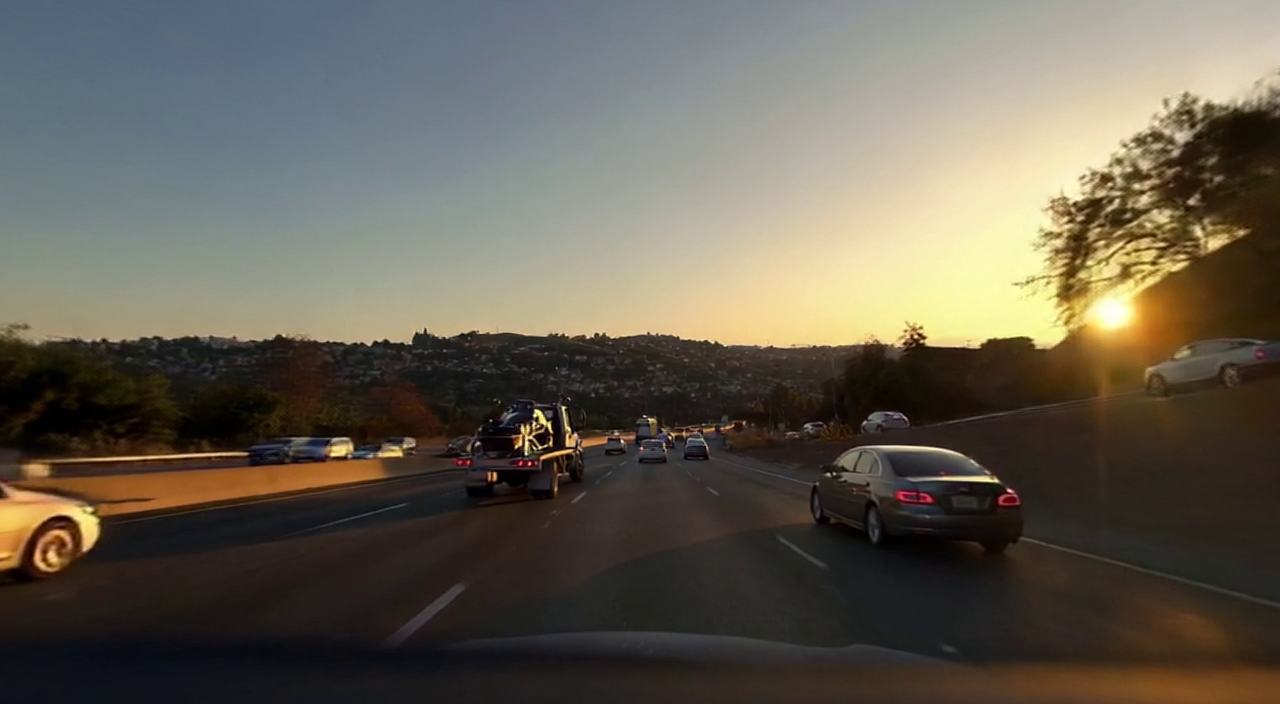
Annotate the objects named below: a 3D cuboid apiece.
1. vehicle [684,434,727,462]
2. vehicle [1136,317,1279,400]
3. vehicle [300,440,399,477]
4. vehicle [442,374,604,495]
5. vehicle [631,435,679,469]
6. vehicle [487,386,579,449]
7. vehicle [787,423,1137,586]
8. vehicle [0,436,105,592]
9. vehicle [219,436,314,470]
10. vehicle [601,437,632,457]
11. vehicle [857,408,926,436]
[{"bbox_3d":[3.968,5.943,39.117,2.075,1.614,4.682,0,-8,-1],"label":"vehicle"},{"bbox_3d":[15.565,0.254,16.157,1.979,1.616,4.268,1,-8,-5],"label":"vehicle"},{"bbox_3d":[-12.755,4.687,28.052,2.109,1.471,4.367,0,-8,3],"label":"vehicle"},{"bbox_3d":[-3.144,2.744,20.569,3.162,2.955,10.282,0,-8,1],"label":"vehicle"},{"bbox_3d":[0.671,4.660,29.521,2.079,1.499,3.915,0,-8,1],"label":"vehicle"},{"bbox_3d":[-3.112,2.115,19.424,1.893,1.674,4.766,0,-8,1],"label":"vehicle"},{"bbox_3d":[3.488,1.720,8.012,2.040,1.481,4.260,0,-8,-3],"label":"vehicle"},{"bbox_3d":[-6.814,1.262,4.295,1.964,1.395,4.948,0,-8,1],"label":"vehicle"},{"bbox_3d":[-19.395,5.245,33.020,2.043,1.619,4.442,0,-8,3],"label":"vehicle"},{"bbox_3d":[-1.763,7.425,49.354,2.016,1.450,4.310,0,-8,3],"label":"vehicle"},{"bbox_3d":[14.044,4.000,35.530,1.930,1.454,4.126,1,-8,-4],"label":"vehicle"}]
